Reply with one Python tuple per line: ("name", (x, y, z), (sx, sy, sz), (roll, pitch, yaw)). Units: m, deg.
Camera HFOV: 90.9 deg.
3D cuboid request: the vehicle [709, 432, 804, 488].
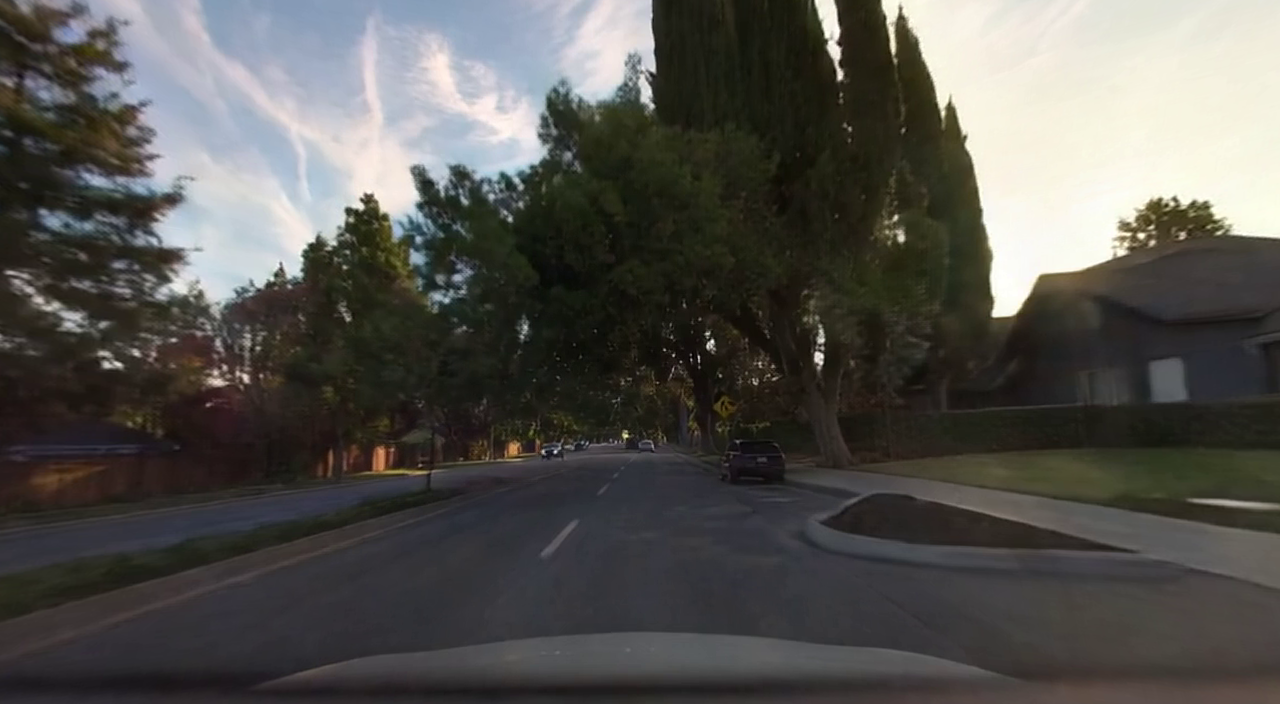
("vehicle", (3.423, 3.274, 19.523), (2.011, 1.507, 4.769), (0, -8, 0))
